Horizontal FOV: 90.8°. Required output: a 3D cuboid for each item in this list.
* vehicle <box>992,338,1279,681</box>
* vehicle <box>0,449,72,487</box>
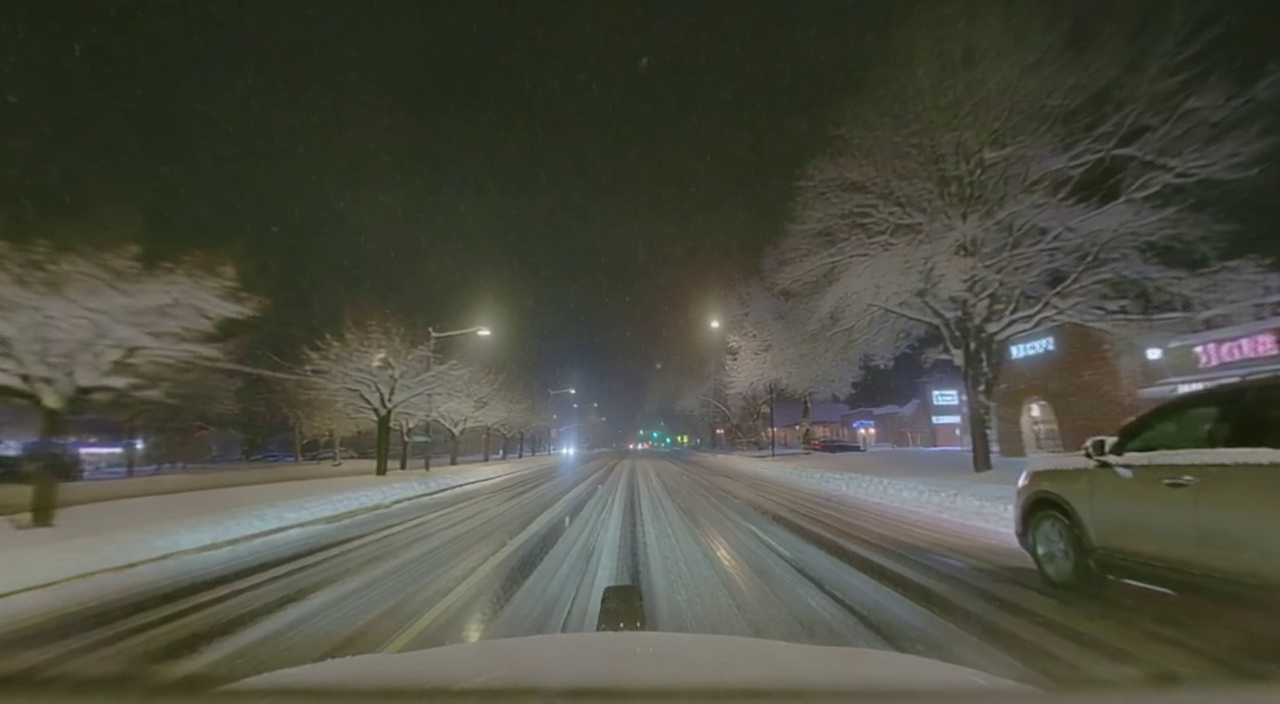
[{"bbox_3d":[4.782,0.949,3.910,2.185,1.956,5.128,0,-8,0],"label":"vehicle"},{"bbox_3d":[-29.313,5.494,30.343,1.814,1.653,4.409,4,-9,-27],"label":"vehicle"}]
